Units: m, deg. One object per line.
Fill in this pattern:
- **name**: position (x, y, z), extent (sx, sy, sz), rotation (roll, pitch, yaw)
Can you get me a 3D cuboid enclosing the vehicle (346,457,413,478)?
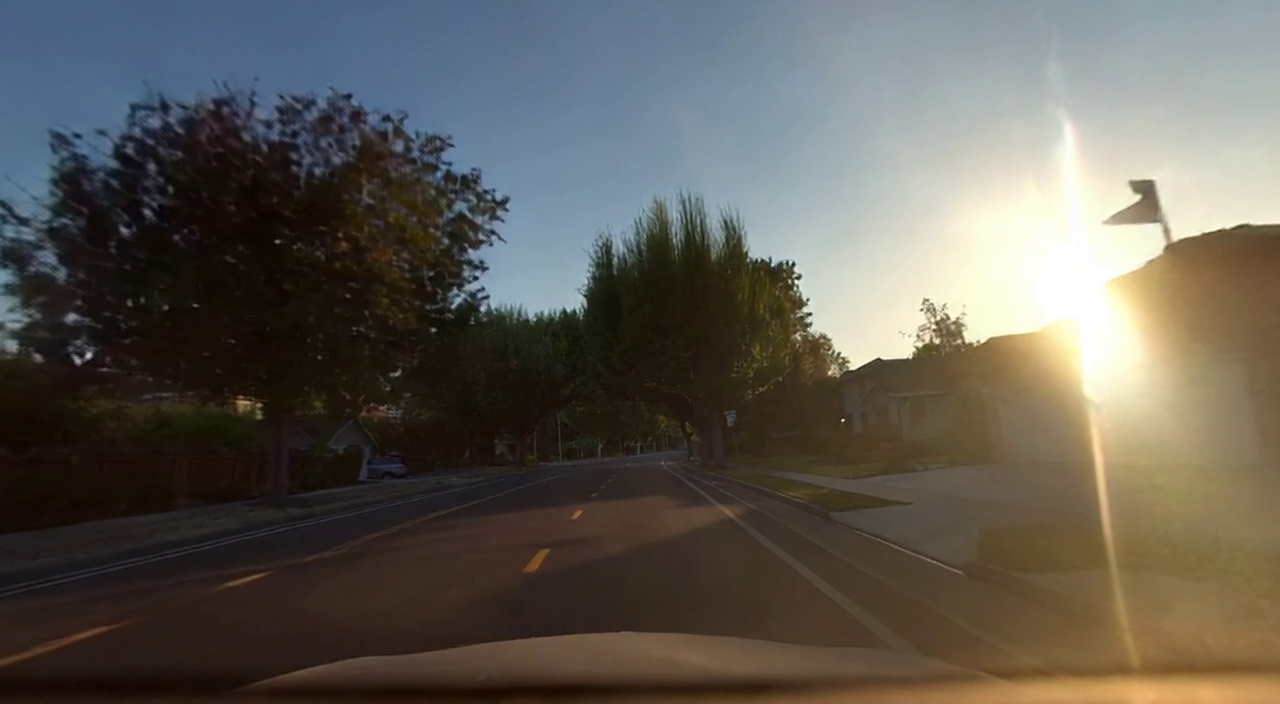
- **vehicle**: position (-19.039, 8.447, 46.228), extent (4.173, 1.423, 1.657), rotation (0, -8, 3)
